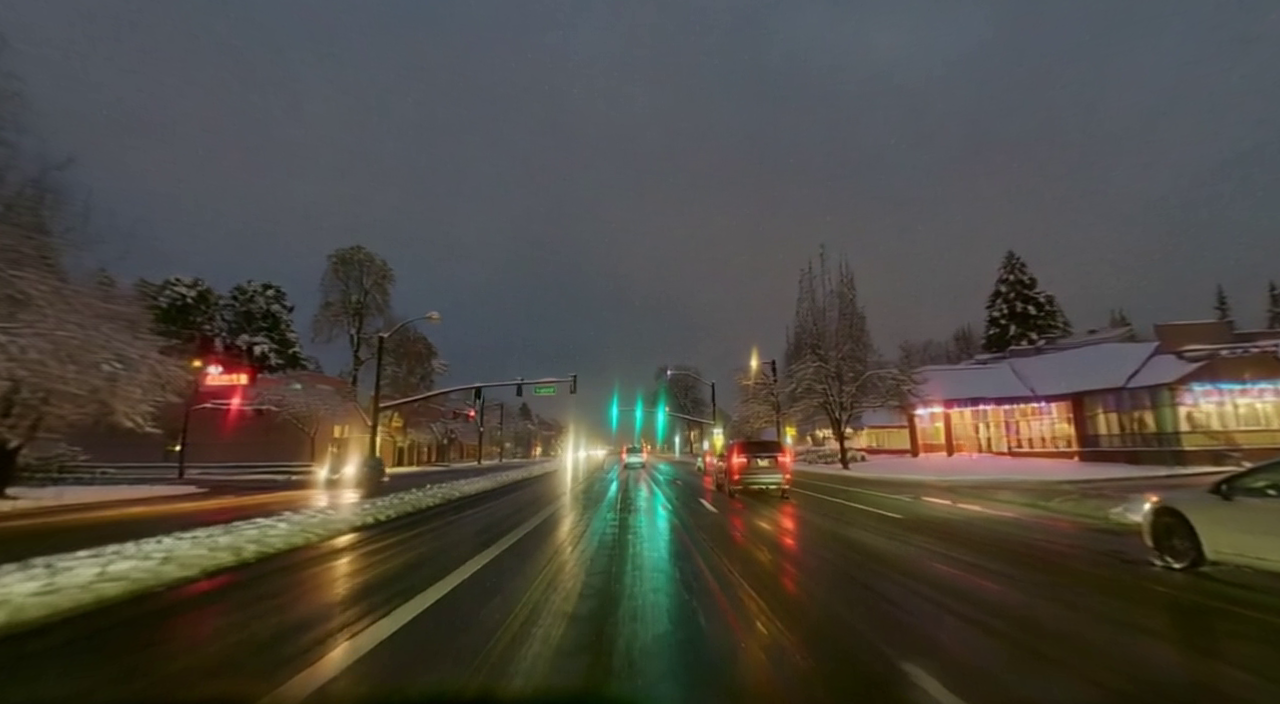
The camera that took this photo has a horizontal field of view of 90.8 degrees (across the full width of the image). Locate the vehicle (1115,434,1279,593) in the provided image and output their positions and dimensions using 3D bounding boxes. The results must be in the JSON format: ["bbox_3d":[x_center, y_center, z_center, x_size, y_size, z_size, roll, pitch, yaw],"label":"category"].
[{"bbox_3d":[6.900,1.439,5.487,1.952,1.449,4.544,0,-8,-1],"label":"vehicle"}]

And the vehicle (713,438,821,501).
[{"bbox_3d":[3.486,3.308,18.289,2.072,1.545,4.578,0,-8,-1],"label":"vehicle"}]

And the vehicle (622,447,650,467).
[{"bbox_3d":[-0.283,8.059,48.815,2.052,1.461,4.324,0,-8,0],"label":"vehicle"}]

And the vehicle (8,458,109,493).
[{"bbox_3d":[-33.034,6.973,36.130,1.856,1.675,5.356,2,-9,-15],"label":"vehicle"}]

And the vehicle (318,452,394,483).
[{"bbox_3d":[-15.303,6.225,34.309,1.908,1.486,4.629,0,-8,1],"label":"vehicle"}]
